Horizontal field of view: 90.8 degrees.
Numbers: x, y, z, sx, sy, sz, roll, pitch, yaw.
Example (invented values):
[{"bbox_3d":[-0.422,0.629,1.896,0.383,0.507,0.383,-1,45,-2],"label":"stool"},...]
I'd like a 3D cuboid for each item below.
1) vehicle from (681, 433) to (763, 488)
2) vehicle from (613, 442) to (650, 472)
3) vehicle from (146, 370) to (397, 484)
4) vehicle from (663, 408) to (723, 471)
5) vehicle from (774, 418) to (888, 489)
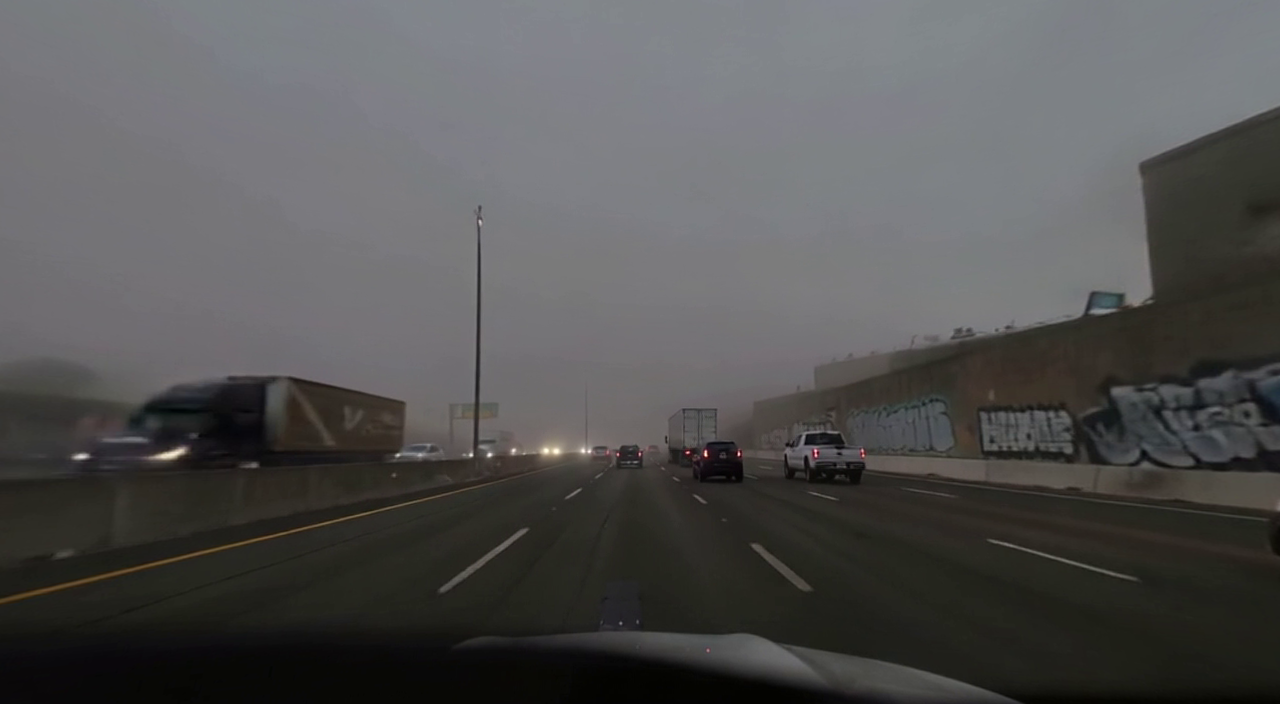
[{"bbox_3d":[2.967,4.111,24.228,2.249,1.843,5.176,0,-9,-2],"label":"vehicle"},{"bbox_3d":[-0.510,6.144,37.112,2.073,1.640,3.990,0,-9,-1],"label":"vehicle"},{"bbox_3d":[-14.064,3.303,26.257,3.011,3.586,12.393,0,-9,0],"label":"vehicle"},{"bbox_3d":[3.422,6.141,43.805,2.976,3.806,10.591,0,-9,-2],"label":"vehicle"},{"bbox_3d":[7.147,3.928,24.629,2.322,2.360,6.433,0,-9,-1],"label":"vehicle"}]
